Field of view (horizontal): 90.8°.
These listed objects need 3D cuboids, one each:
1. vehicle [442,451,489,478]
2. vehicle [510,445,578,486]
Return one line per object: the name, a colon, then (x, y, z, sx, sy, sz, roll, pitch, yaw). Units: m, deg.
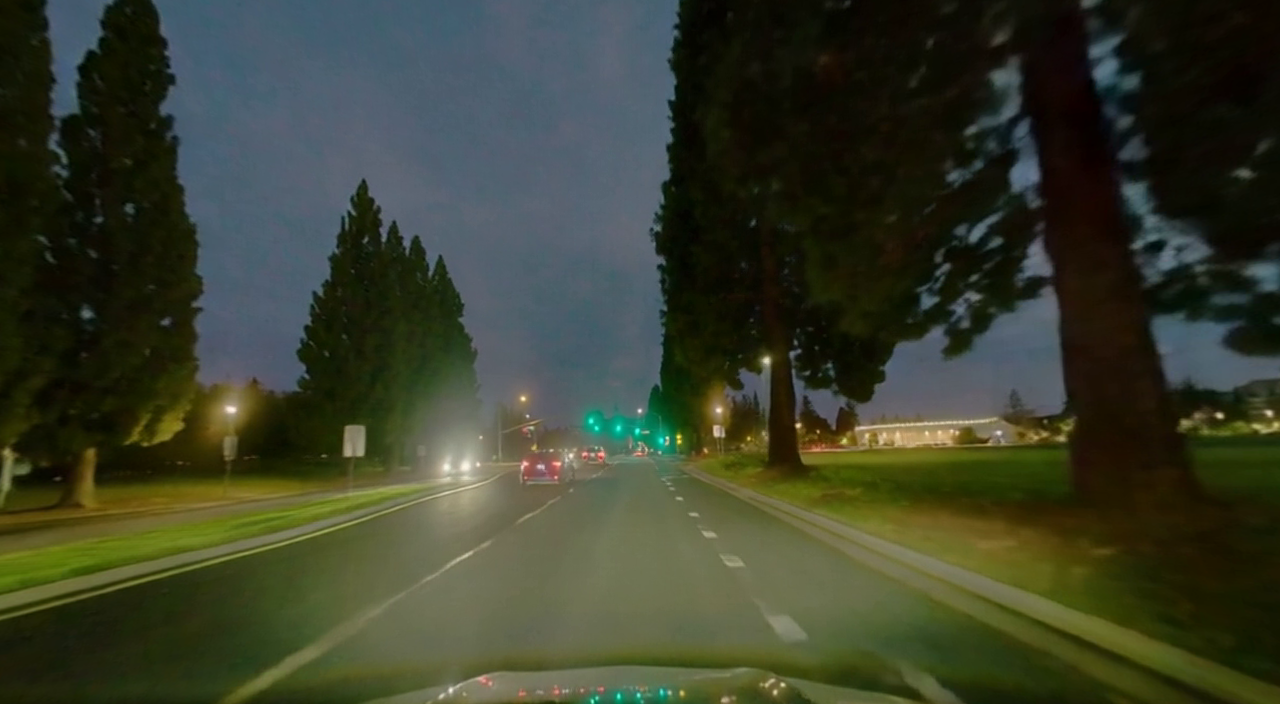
vehicle: (-11.917, 7.684, 43.393, 1.988, 1.660, 4.317, 0, -8, 0)
vehicle: (-3.592, 4.297, 24.331, 1.932, 1.431, 4.144, 0, -8, 1)
